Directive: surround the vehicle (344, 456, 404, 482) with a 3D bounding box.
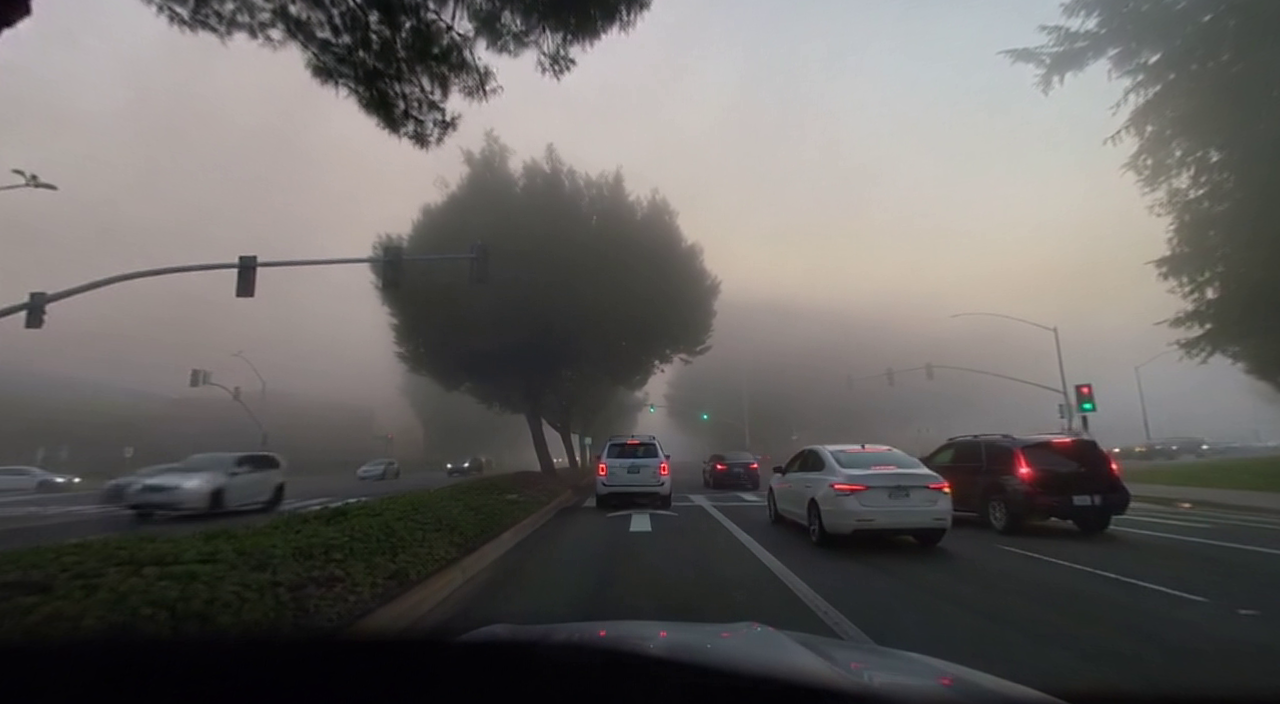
[{"bbox_3d":[-17.566,7.736,42.041,1.911,1.483,4.849,0,-9,0],"label":"vehicle"}]

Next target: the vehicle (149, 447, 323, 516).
[{"bbox_3d":[-11.068,3.521,17.798,2.032,1.671,4.316,0,-9,0],"label":"vehicle"}]

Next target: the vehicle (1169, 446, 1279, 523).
[{"bbox_3d":[14.455,2.831,13.651,2.125,1.592,4.428,0,-9,-1],"label":"vehicle"}]

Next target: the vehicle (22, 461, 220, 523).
[{"bbox_3d":[-14.421,3.871,17.967,2.107,1.448,4.179,0,-9,-1],"label":"vehicle"}]

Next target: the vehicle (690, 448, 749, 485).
[{"bbox_3d":[3.516,5.138,28.740,2.004,1.523,4.263,0,-9,-1],"label":"vehicle"}]

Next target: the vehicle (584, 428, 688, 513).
[{"bbox_3d":[-0.101,2.881,15.834,2.236,1.827,4.316,0,-9,0],"label":"vehicle"}]

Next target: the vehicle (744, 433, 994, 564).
[{"bbox_3d":[3.194,2.139,10.122,2.034,1.558,4.774,0,-9,-3],"label":"vehicle"}]

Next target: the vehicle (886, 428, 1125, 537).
[{"bbox_3d":[6.732,2.425,12.371,1.987,1.730,4.373,0,-9,-1],"label":"vehicle"}]
